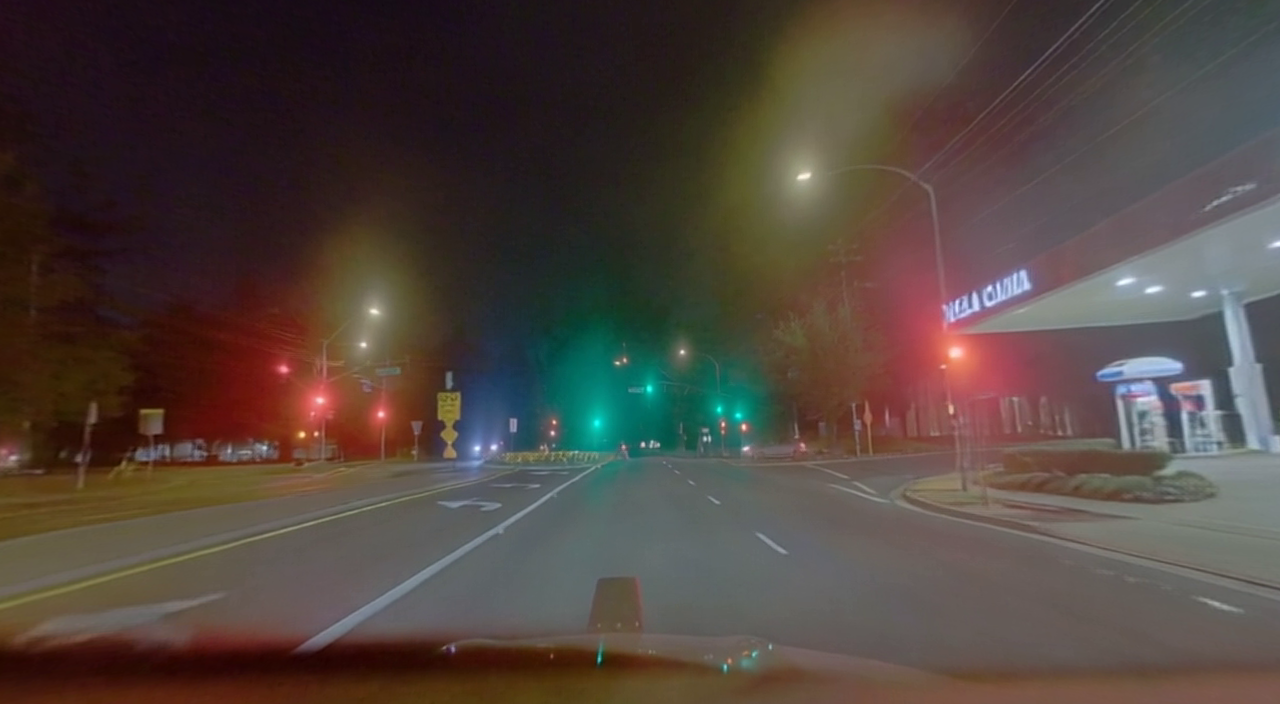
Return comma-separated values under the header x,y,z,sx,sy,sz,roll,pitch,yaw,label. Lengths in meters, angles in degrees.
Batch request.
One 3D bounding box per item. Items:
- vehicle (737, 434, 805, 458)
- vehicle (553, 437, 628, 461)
x,y,z,sx,sy,sz,roll,pitch,yaw,label
9.414,6.799,45.695,4.478,1.678,1.870,0,-8,2,vehicle
-3.364,6.566,42.876,4.709,1.501,1.895,4,-9,-25,vehicle
